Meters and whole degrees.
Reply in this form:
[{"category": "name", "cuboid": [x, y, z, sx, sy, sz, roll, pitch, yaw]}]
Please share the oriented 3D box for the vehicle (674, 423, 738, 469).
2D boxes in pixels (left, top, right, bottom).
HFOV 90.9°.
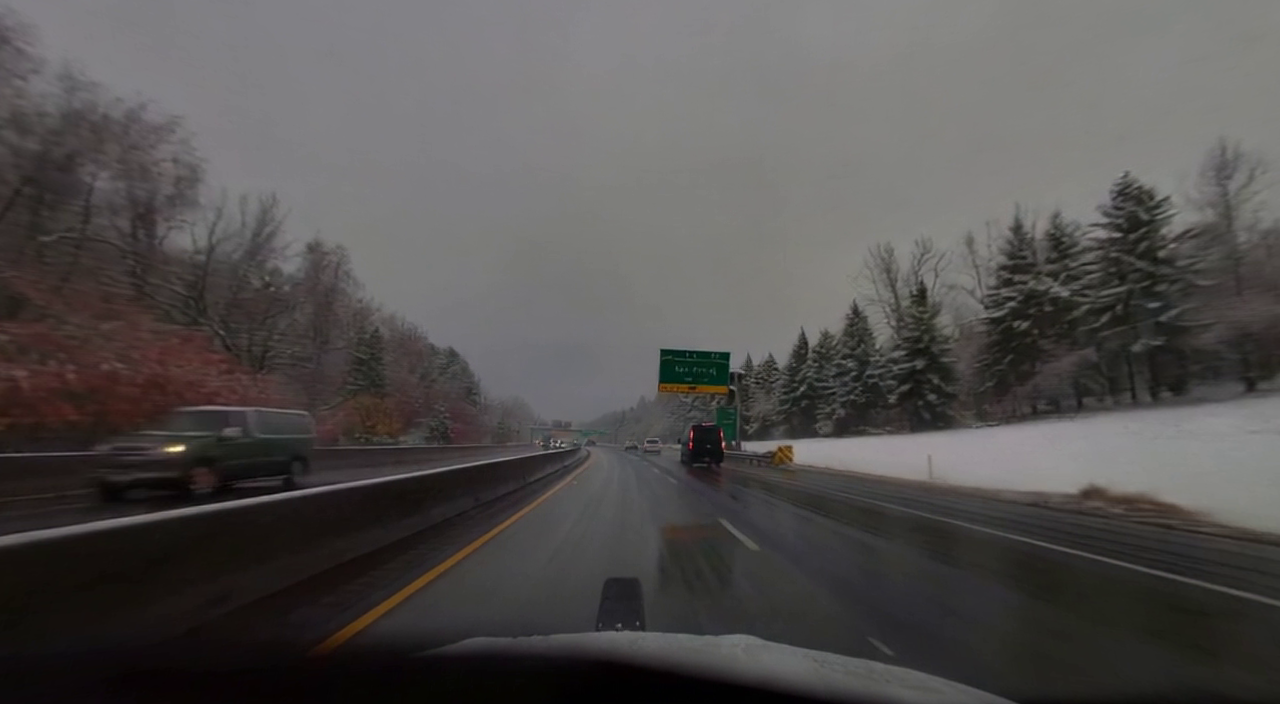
[{"category": "vehicle", "cuboid": [3.126, 4.625, 31.026, 2.393, 2.072, 4.958, 1, -8, -3]}]
